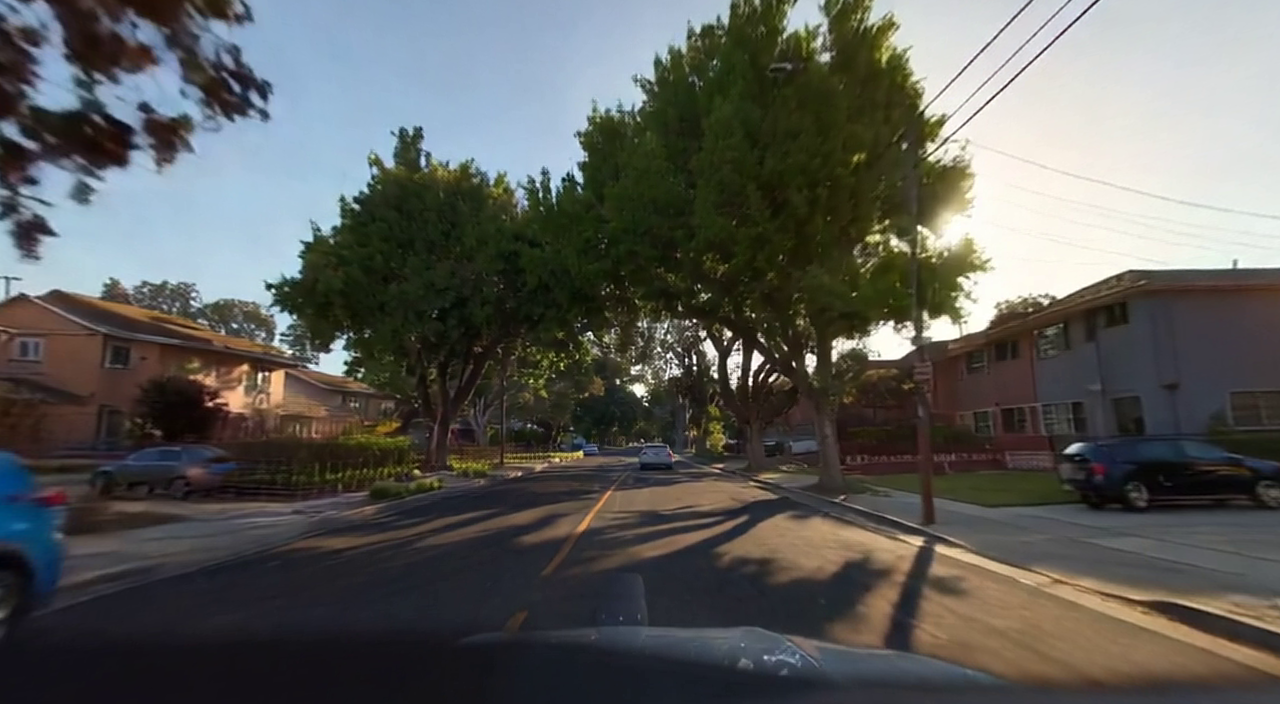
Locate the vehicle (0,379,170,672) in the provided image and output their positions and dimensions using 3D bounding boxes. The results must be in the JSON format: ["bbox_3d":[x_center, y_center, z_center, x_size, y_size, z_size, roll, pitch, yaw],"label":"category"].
[{"bbox_3d":[-5.108,0.983,2.936,2.126,1.816,4.796,-3,-8,1],"label":"vehicle"}]

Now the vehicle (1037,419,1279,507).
[{"bbox_3d":[11.096,2.205,12.932,4.592,1.489,1.919,-2,-8,-1],"label":"vehicle"}]

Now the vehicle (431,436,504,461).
[{"bbox_3d":[-13.029,7.312,47.896,4.909,1.869,2.007,-1,-9,5],"label":"vehicle"}]

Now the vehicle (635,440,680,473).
[{"bbox_3d":[0.747,4.959,30.198,2.000,1.449,4.006,0,-8,-1],"label":"vehicle"}]

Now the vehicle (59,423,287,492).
[{"bbox_3d":[-12.949,2.950,17.786,4.765,1.791,1.941,0,-9,-1],"label":"vehicle"}]

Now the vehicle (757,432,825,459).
[{"bbox_3d":[10.005,6.245,42.141,4.009,1.747,1.839,0,-9,0],"label":"vehicle"}]
